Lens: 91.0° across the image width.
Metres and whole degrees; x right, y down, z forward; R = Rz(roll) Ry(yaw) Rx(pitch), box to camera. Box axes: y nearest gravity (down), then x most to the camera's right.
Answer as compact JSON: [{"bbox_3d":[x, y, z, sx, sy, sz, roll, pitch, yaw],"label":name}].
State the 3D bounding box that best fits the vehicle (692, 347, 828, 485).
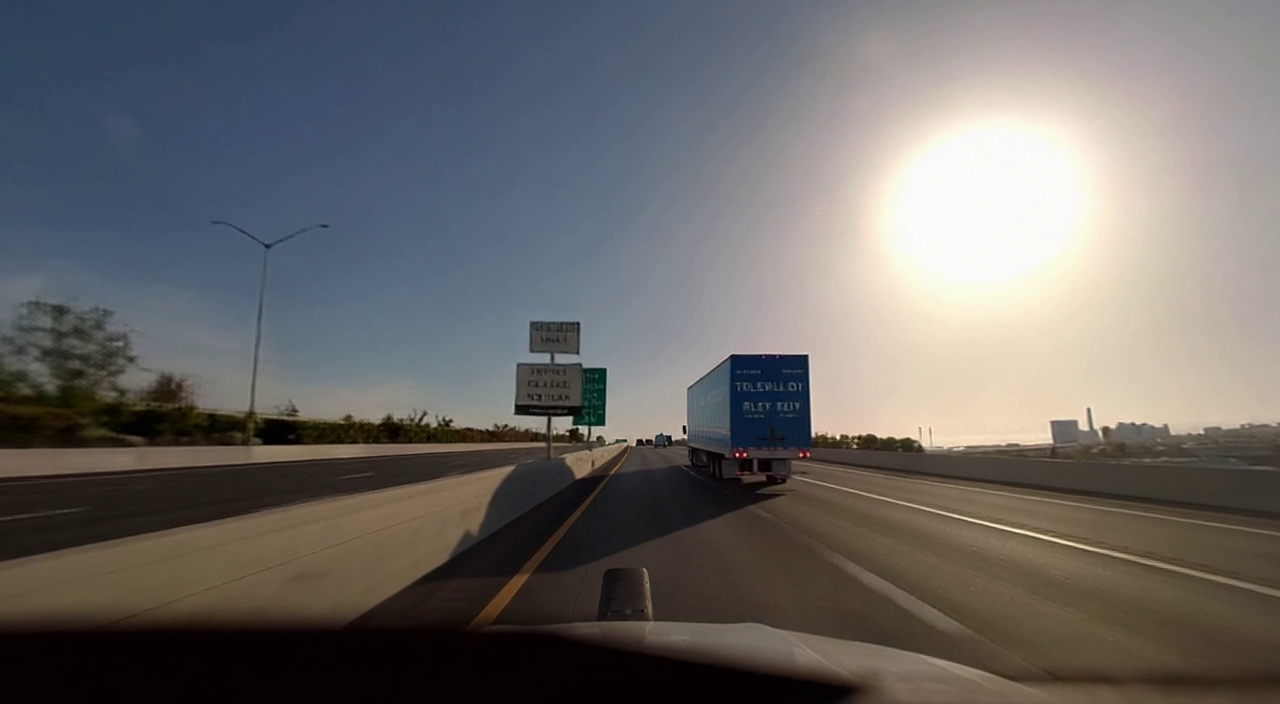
[{"bbox_3d":[4.101,2.873,25.661,3.006,4.093,14.142,0,-8,1],"label":"vehicle"}]
